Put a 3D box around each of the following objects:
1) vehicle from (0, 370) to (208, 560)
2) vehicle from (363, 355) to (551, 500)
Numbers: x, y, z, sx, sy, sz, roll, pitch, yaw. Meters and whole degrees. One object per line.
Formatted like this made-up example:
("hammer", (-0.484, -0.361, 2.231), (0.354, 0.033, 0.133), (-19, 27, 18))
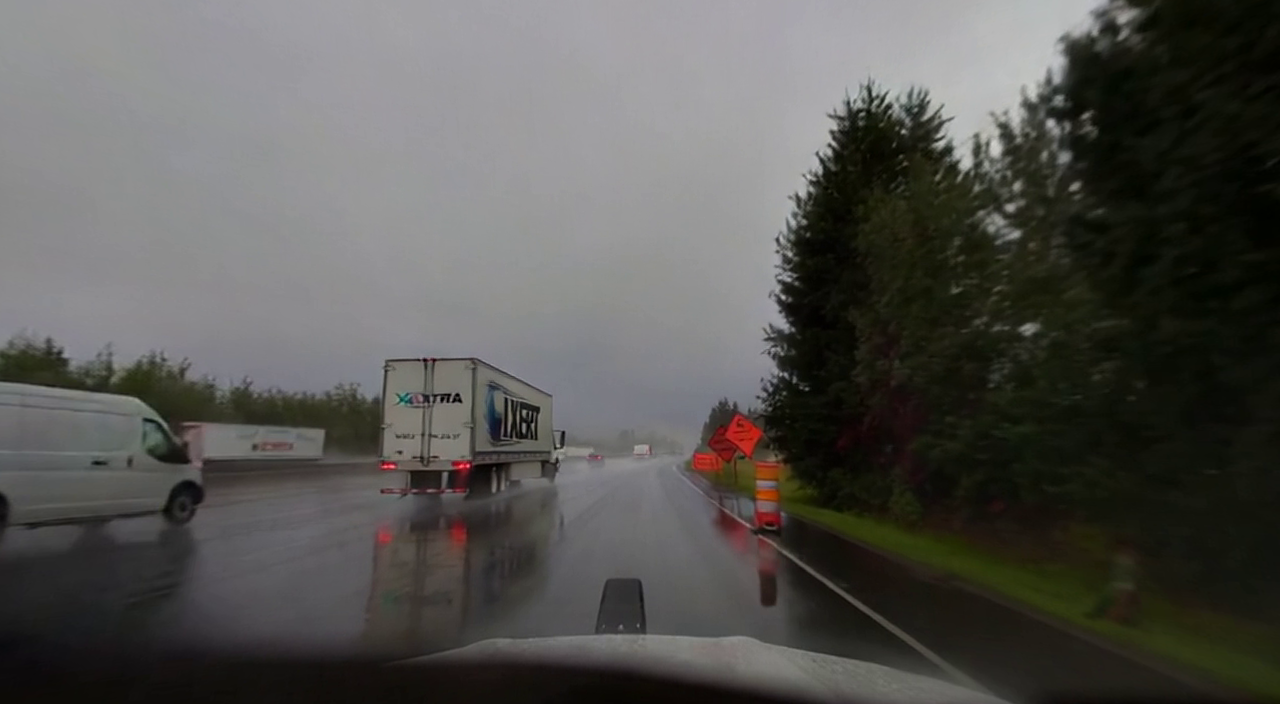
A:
("vehicle", (-10.132, 1.711, 9.689), (2.469, 2.615, 5.874), (0, -9, 3))
("vehicle", (-5.782, 2.809, 22.415), (3.183, 4.011, 9.617), (0, -9, 4))
